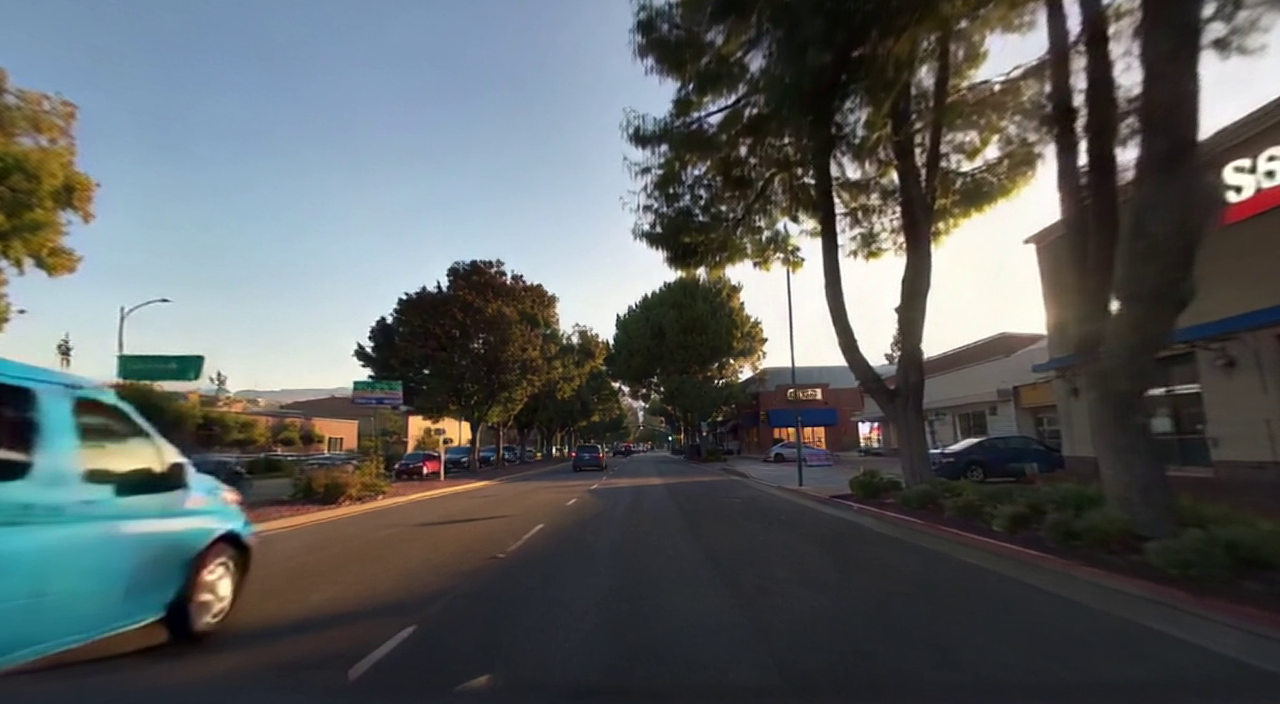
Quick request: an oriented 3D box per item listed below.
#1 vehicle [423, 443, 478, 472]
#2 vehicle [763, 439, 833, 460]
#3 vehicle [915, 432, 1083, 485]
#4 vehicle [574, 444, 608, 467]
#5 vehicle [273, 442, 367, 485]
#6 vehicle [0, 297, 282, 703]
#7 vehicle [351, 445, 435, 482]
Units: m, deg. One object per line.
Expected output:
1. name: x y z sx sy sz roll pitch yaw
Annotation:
1. vehicle: -11.534 6.422 38.473 2.044 1.649 4.211 0 -8 0
2. vehicle: 11.488 7.095 45.850 4.607 1.471 1.982 0 -8 -2
3. vehicle: 10.938 3.268 19.379 3.935 1.518 1.985 0 -8 -1
4. vehicle: -3.337 7.157 43.441 1.966 1.481 4.385 0 -8 0
5. vehicle: -15.121 5.263 30.020 1.936 1.813 4.921 -1 -8 0
6. vehicle: -3.966 0.708 2.499 2.152 1.987 4.952 0 -8 -1
7. vehicle: -12.070 5.451 31.075 2.024 1.656 4.837 -1 -8 2
